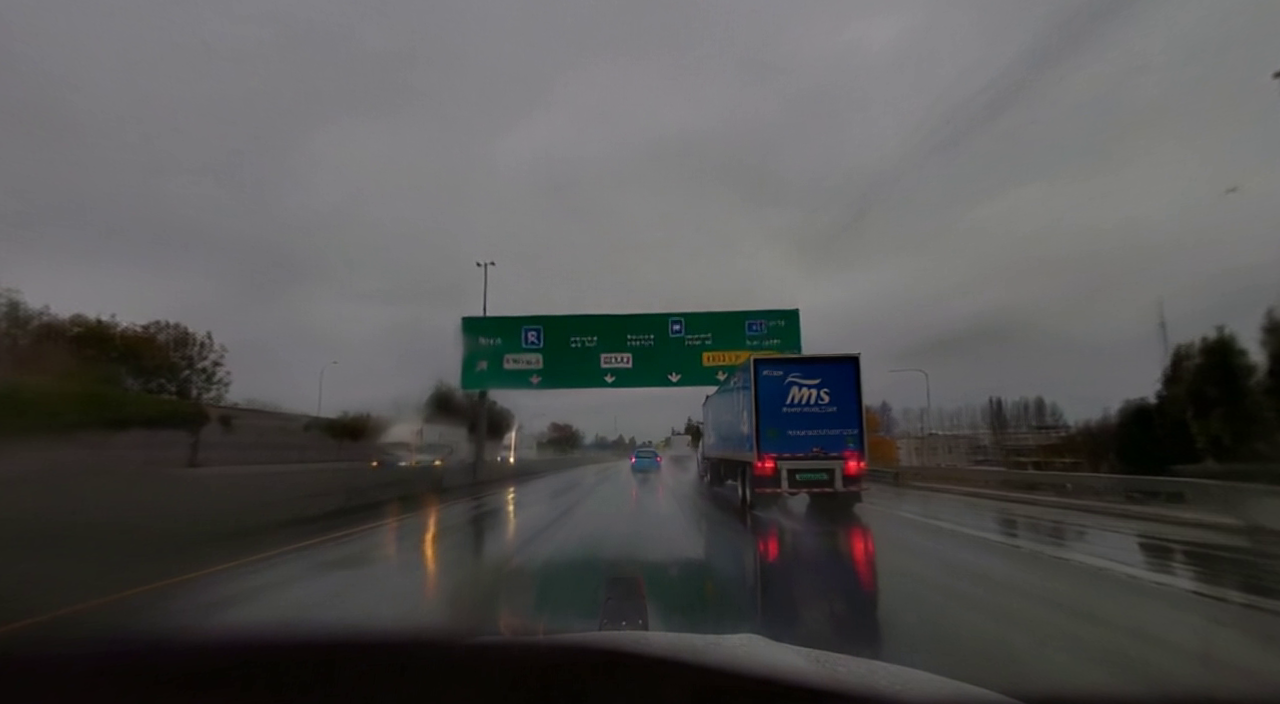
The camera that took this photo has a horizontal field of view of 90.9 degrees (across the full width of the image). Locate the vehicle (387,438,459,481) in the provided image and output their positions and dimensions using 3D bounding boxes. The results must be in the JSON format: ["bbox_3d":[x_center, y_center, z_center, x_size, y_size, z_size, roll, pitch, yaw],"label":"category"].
[{"bbox_3d":[-13.384,6.673,39.400,2.348,2.494,5.681,0,-9,1],"label":"vehicle"}]

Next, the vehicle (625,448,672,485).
[{"bbox_3d":[0.433,5.518,30.661,2.121,1.642,3.828,0,-9,1],"label":"vehicle"}]

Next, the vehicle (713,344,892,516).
[{"bbox_3d":[4.691,2.926,22.184,3.002,4.104,14.174,0,-9,2],"label":"vehicle"}]
